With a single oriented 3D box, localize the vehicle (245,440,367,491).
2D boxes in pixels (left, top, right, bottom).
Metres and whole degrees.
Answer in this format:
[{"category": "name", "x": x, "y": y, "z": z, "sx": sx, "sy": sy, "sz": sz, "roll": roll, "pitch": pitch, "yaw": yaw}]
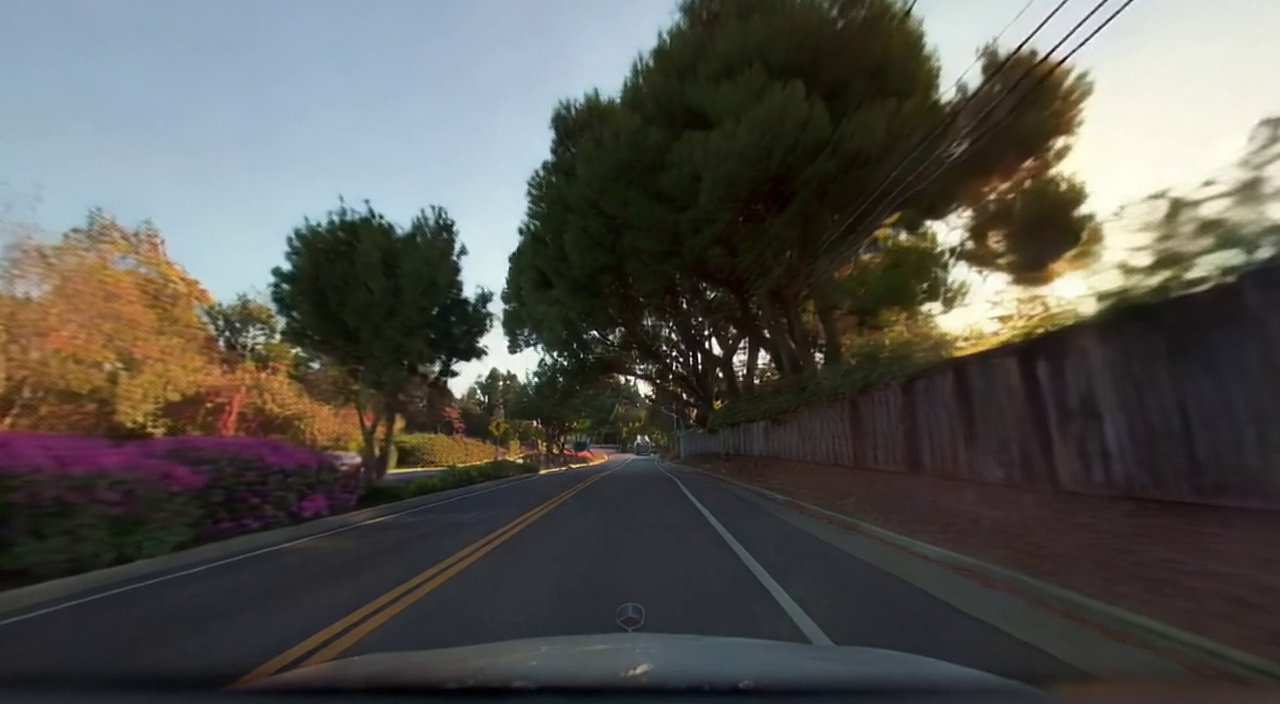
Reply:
[{"category": "vehicle", "x": -12.259, "y": 4.166, "z": 23.589, "sx": 1.989, "sy": 1.683, "sz": 4.615, "roll": 0, "pitch": -8, "yaw": 1}]
